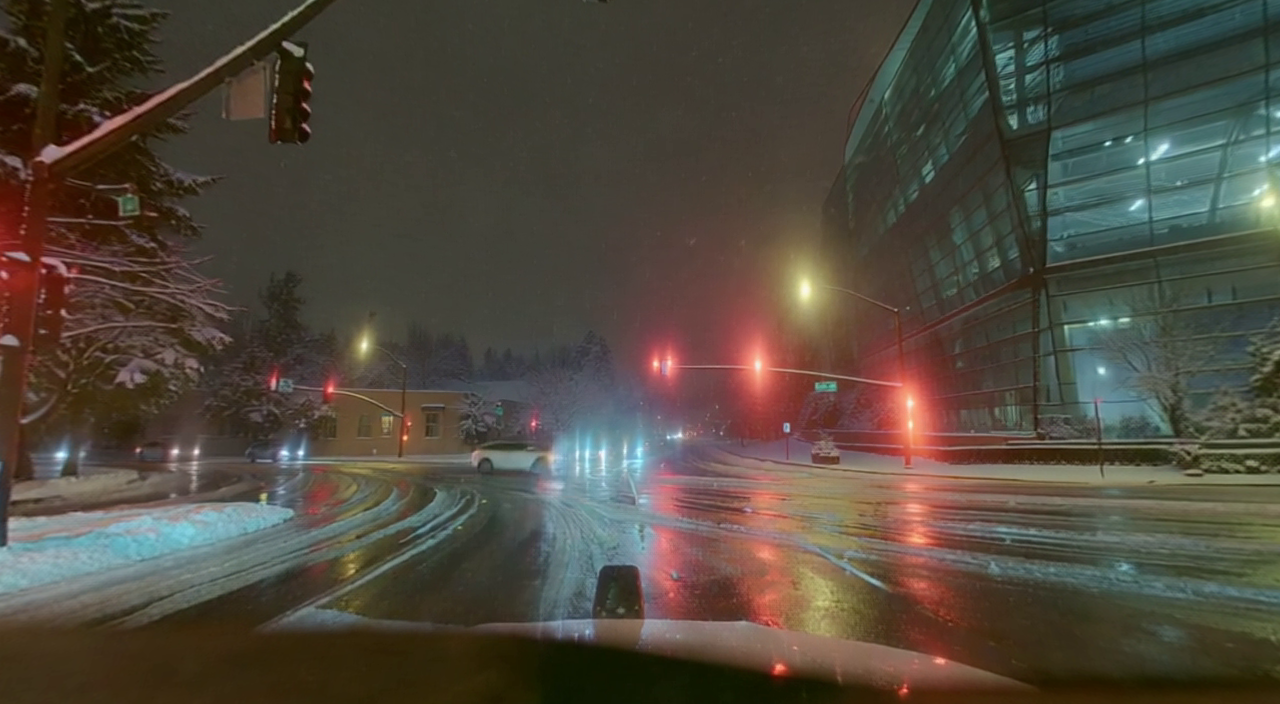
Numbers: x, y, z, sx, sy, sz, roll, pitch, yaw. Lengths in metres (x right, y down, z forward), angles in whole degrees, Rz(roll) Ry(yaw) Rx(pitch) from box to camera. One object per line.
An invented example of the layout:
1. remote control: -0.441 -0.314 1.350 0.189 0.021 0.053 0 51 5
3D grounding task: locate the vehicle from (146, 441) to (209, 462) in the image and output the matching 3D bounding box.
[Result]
1. vehicle: -32.717 7.015 44.630 4.380 1.455 1.869 -5 -10 30

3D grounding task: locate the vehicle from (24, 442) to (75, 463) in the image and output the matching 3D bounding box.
1. vehicle: -40.922 6.953 43.744 4.323 1.390 1.953 -7 -11 39

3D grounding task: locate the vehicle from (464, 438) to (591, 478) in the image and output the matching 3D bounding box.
1. vehicle: -4.800 4.421 26.651 5.408 1.505 2.091 -6 -10 36
